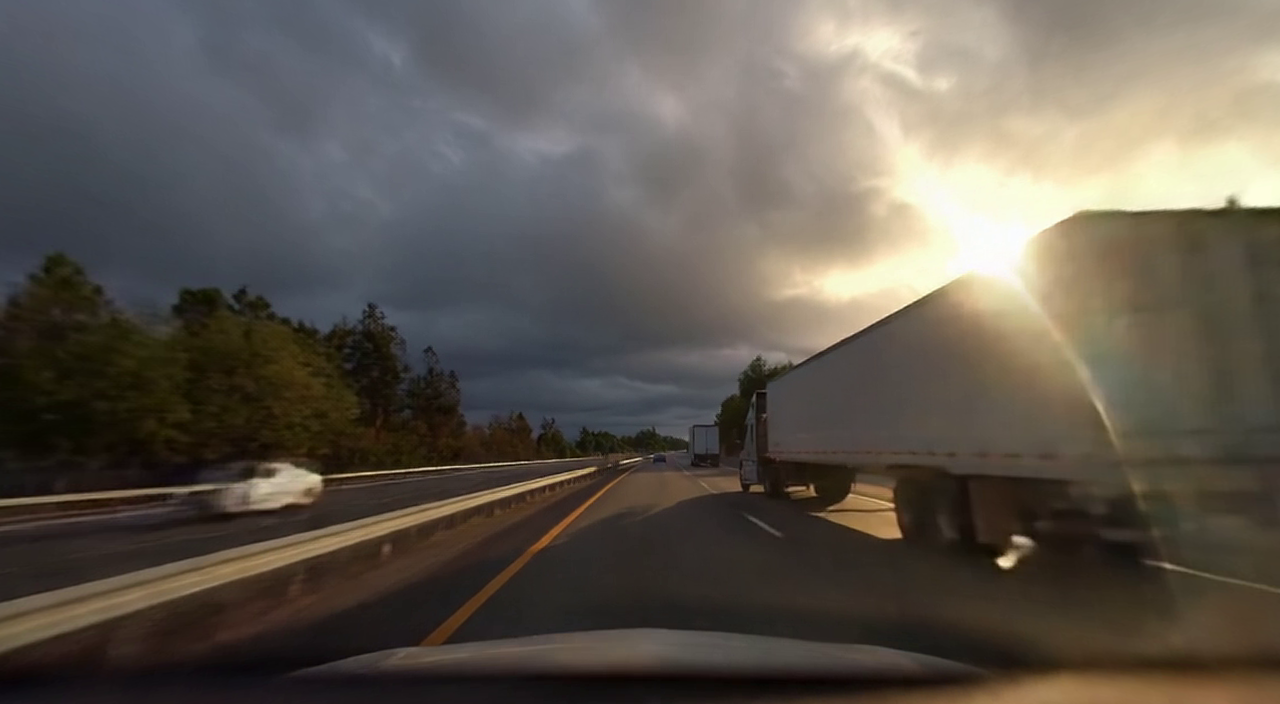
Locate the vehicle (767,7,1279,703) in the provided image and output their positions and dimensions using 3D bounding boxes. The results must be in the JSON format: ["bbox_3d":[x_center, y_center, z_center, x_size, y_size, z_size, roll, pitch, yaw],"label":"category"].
[{"bbox_3d":[4.385,0.970,8.570,2.866,3.558,11.674,0,-9,0],"label":"vehicle"}]

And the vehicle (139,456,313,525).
[{"bbox_3d":[-11.923,3.968,18.645,1.958,1.704,4.554,0,-9,1],"label":"vehicle"}]
